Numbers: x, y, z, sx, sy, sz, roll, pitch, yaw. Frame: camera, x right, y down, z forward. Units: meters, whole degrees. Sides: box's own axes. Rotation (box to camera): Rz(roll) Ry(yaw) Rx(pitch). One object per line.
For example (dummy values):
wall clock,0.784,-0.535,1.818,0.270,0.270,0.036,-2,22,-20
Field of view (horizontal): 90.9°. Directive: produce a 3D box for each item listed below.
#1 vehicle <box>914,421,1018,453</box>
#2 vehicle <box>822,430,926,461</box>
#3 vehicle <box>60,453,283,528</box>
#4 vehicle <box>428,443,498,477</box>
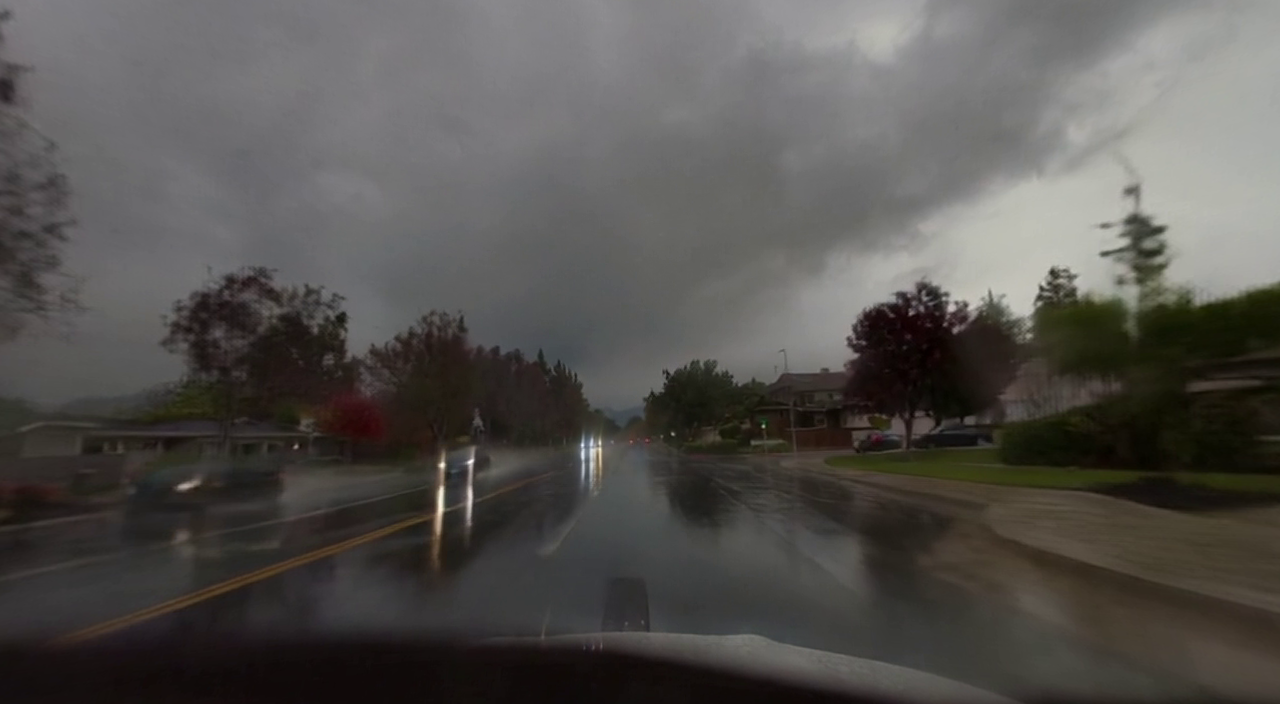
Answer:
vehicle,18.904,4.951,36.675,4.821,1.832,2.196,0,-8,-2
vehicle,13.479,5.384,36.533,5.177,1.468,2.090,-3,-6,3
vehicle,-11.290,3.315,15.734,2.026,1.519,4.534,0,-8,1
vehicle,-8.518,5.235,30.837,1.961,1.518,4.846,0,-8,1
